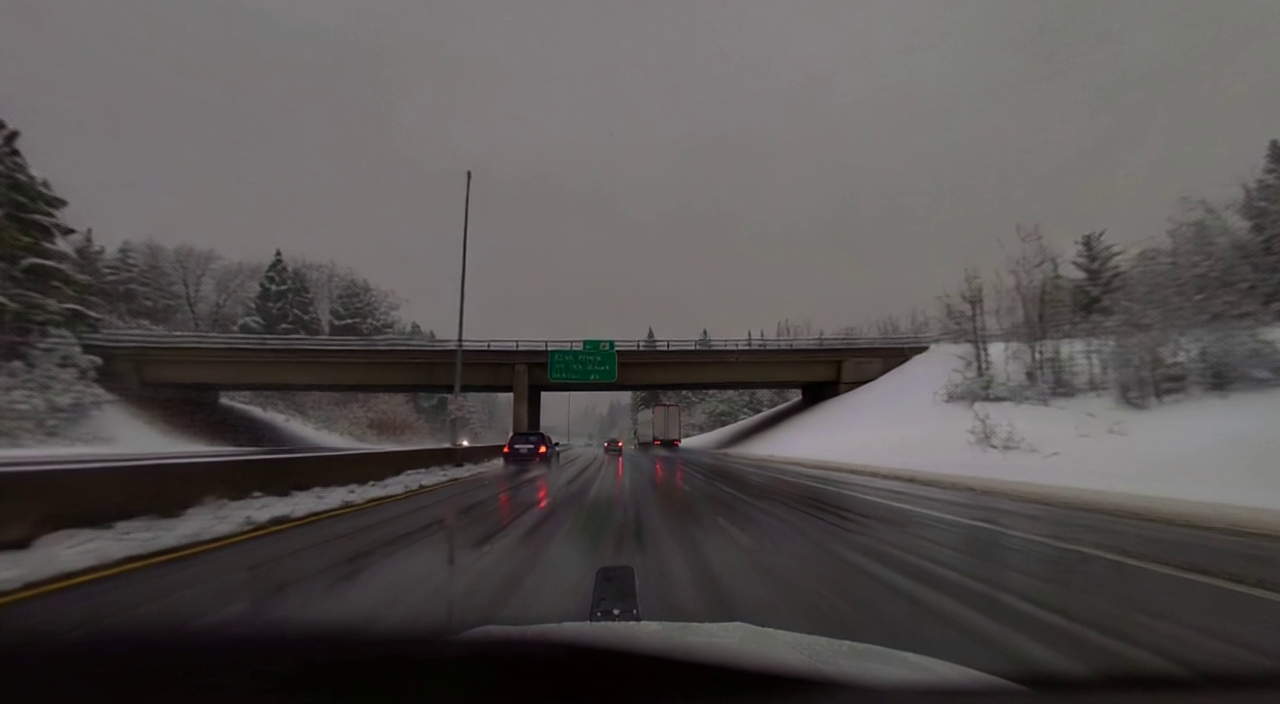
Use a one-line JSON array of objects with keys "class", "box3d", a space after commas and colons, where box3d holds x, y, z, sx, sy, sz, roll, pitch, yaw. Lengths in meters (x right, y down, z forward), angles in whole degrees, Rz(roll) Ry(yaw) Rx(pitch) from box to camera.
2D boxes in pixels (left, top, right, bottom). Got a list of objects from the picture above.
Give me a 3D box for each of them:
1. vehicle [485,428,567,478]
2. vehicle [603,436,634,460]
[{"class": "vehicle", "box3d": [-4.282, 3.902, 24.566, 2.377, 1.747, 4.703, 0, -8, -1]}, {"class": "vehicle", "box3d": [-1.542, 6.749, 44.375, 2.125, 1.542, 3.816, 0, -8, -3]}]
